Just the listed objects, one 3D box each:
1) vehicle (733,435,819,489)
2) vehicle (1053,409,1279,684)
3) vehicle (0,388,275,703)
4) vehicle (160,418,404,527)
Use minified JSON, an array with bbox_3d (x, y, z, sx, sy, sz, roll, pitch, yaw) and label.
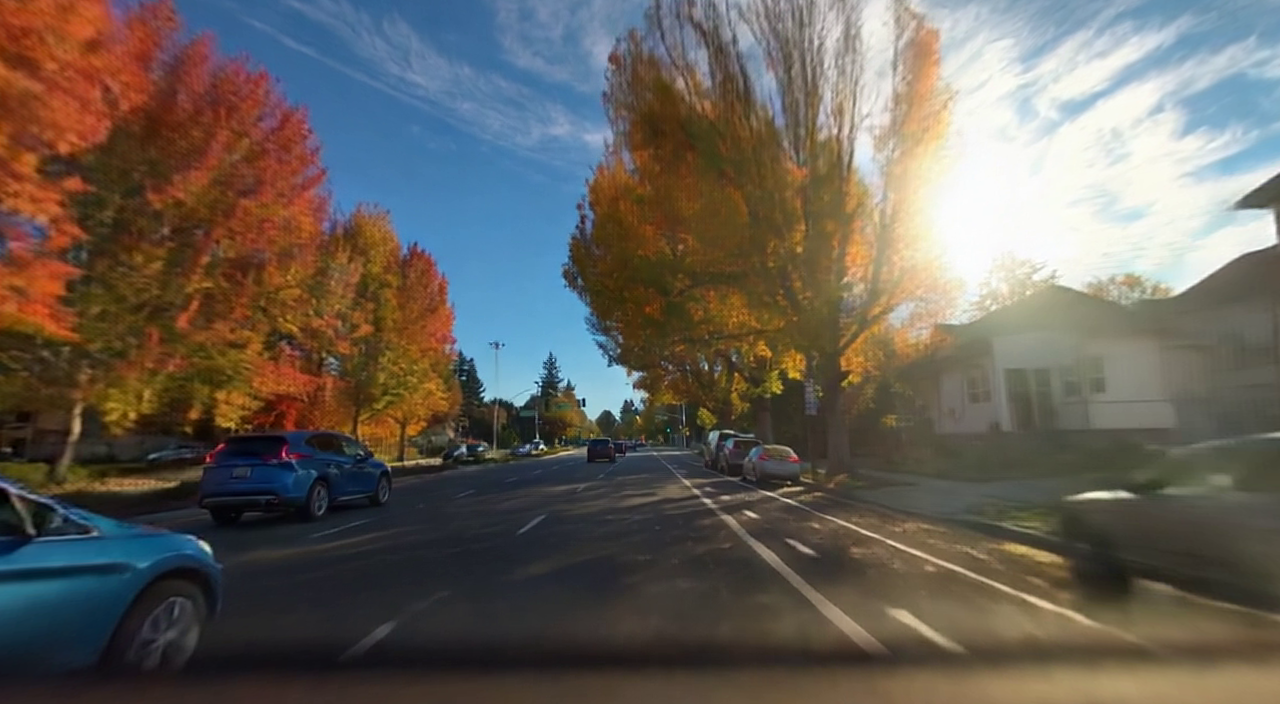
[{"bbox_3d":[4.654,3.815,22.206,1.950,1.668,4.414,1,-8,-1],"label":"vehicle"},{"bbox_3d":[4.753,1.117,3.446,1.934,1.612,4.477,0,-8,0],"label":"vehicle"},{"bbox_3d":[-3.169,0.755,1.407,1.982,1.478,4.465,0,-8,0],"label":"vehicle"},{"bbox_3d":[-6.540,2.242,12.299,2.034,1.711,4.512,0,-8,1],"label":"vehicle"}]
